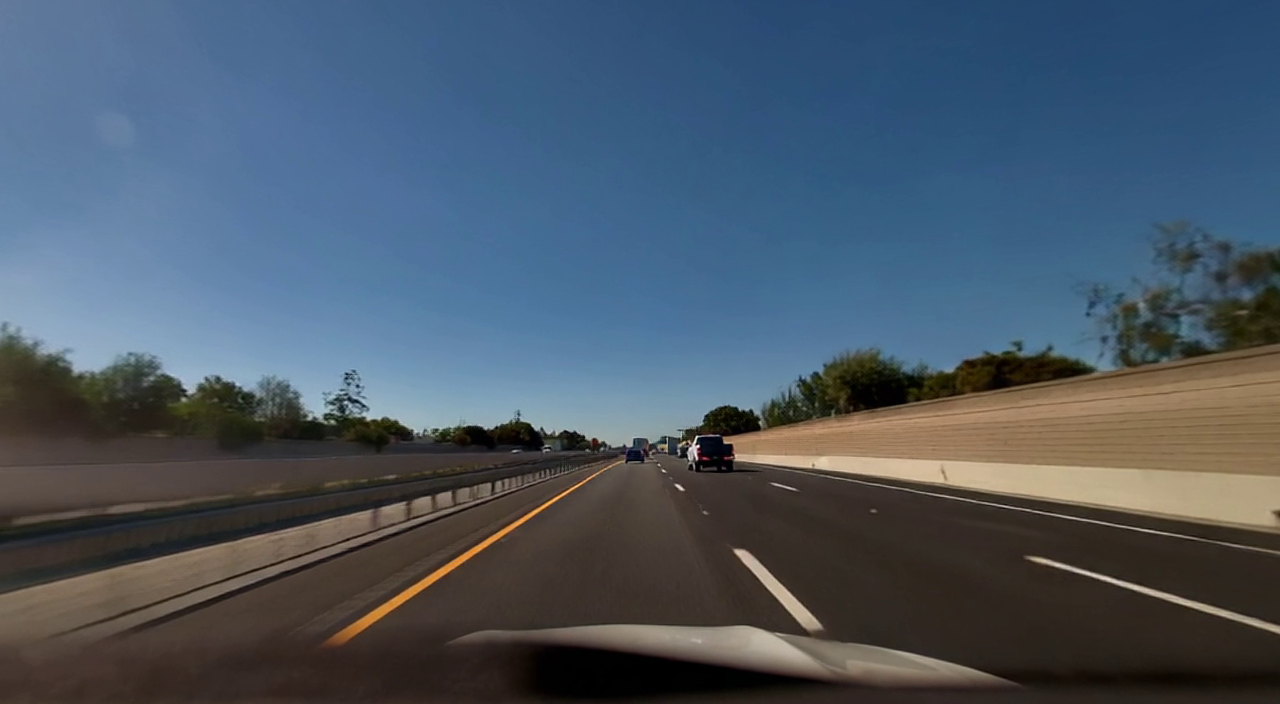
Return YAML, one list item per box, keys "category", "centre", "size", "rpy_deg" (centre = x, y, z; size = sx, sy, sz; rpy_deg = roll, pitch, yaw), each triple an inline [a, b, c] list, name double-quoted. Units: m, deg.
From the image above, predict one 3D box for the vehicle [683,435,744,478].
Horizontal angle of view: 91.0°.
- category: "vehicle"
  centre: [3.326, 4.874, 29.495]
  size: [2.269, 1.839, 4.554]
  rpy_deg: [0, -9, -1]

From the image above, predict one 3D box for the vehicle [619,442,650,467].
- category: "vehicle"
  centre: [-0.373, 7.399, 45.641]
  size: [2.142, 1.664, 4.076]
  rpy_deg: [0, -9, 1]
